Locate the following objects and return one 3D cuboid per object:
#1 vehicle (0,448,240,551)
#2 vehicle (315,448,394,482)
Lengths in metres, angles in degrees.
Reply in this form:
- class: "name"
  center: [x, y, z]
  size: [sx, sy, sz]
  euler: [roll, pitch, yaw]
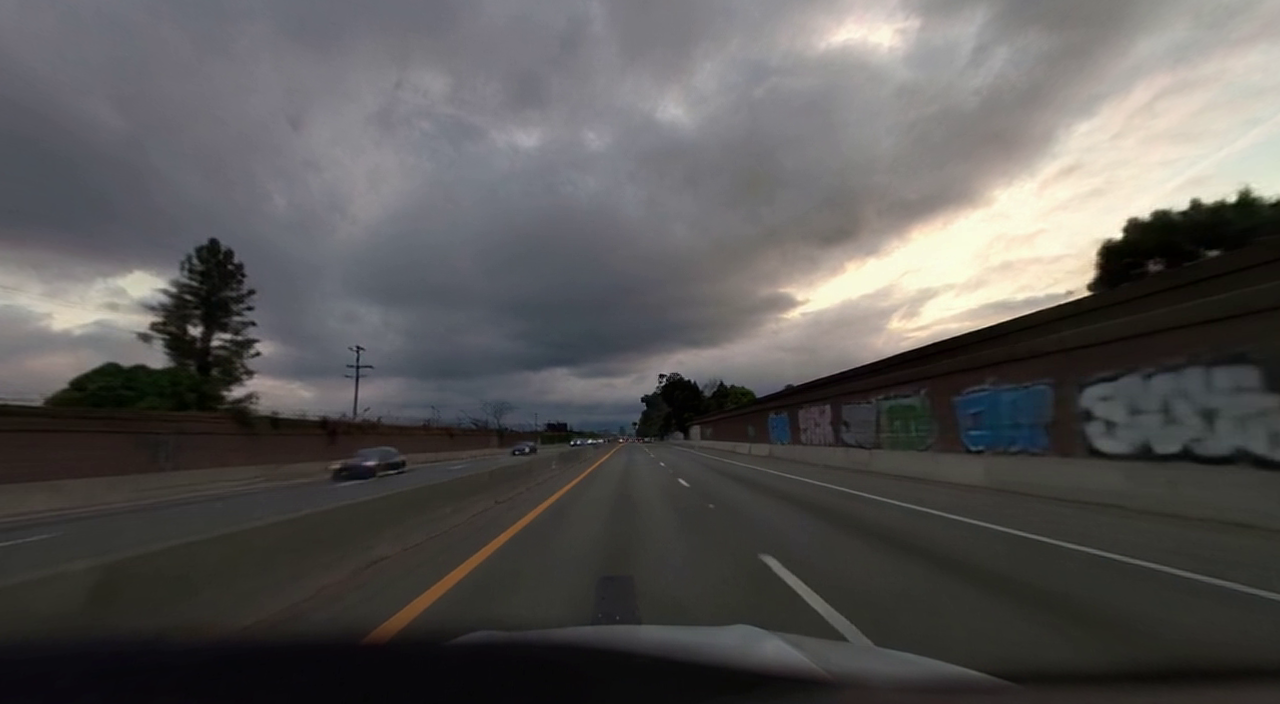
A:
- class: "vehicle"
  center: [-9.061, 2.414, 10.968]
  size: [1.844, 1.426, 3.534]
  euler: [0, -8, 0]
- class: "vehicle"
  center: [-13.807, 5.449, 30.772]
  size: [1.883, 1.438, 4.378]
  euler: [0, -8, -1]
